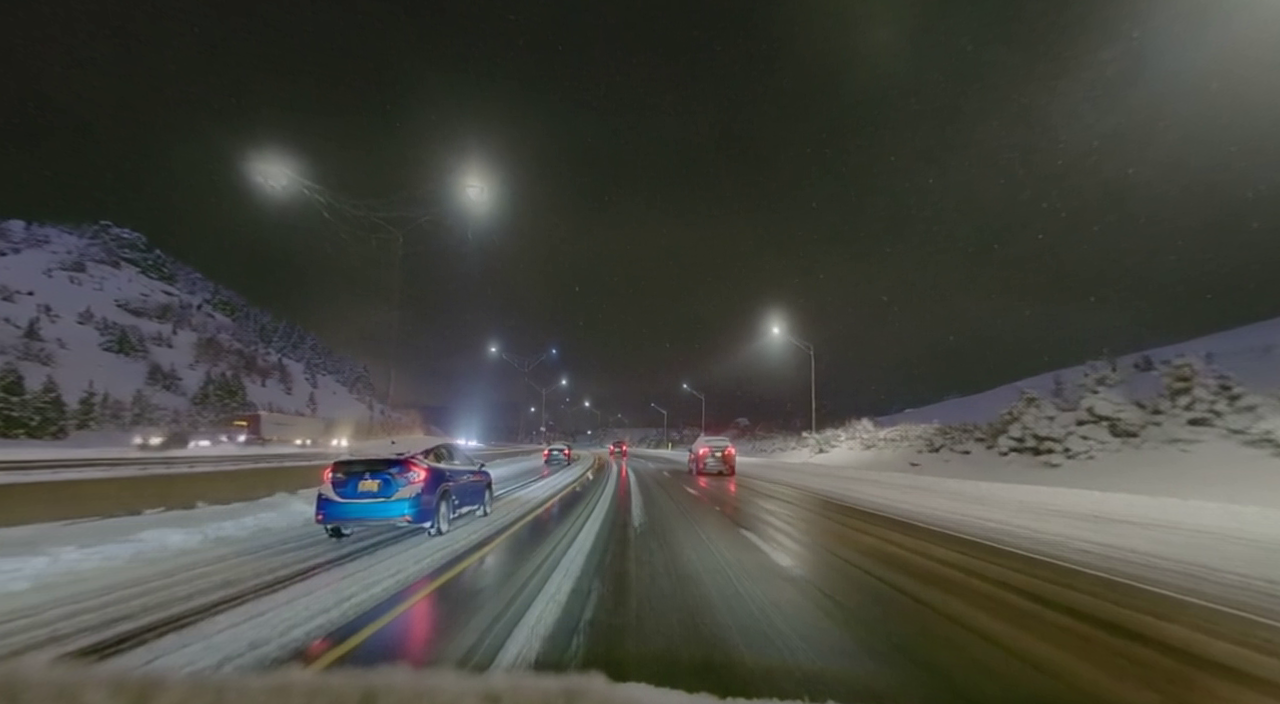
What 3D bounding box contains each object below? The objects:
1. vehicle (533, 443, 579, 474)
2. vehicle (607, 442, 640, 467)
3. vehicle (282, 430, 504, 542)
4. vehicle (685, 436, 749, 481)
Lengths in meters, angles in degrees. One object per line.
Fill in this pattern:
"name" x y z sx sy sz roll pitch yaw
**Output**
"vehicle" -4.226 5.442 32.253 1.796 1.464 3.839 0 -9 0
"vehicle" -1.101 6.944 42.885 2.147 1.572 4.094 0 -9 -1
"vehicle" -3.840 2.157 10.776 1.993 1.500 4.248 0 -9 1
"vehicle" 3.370 4.757 28.462 2.222 1.820 4.733 0 -9 -1
